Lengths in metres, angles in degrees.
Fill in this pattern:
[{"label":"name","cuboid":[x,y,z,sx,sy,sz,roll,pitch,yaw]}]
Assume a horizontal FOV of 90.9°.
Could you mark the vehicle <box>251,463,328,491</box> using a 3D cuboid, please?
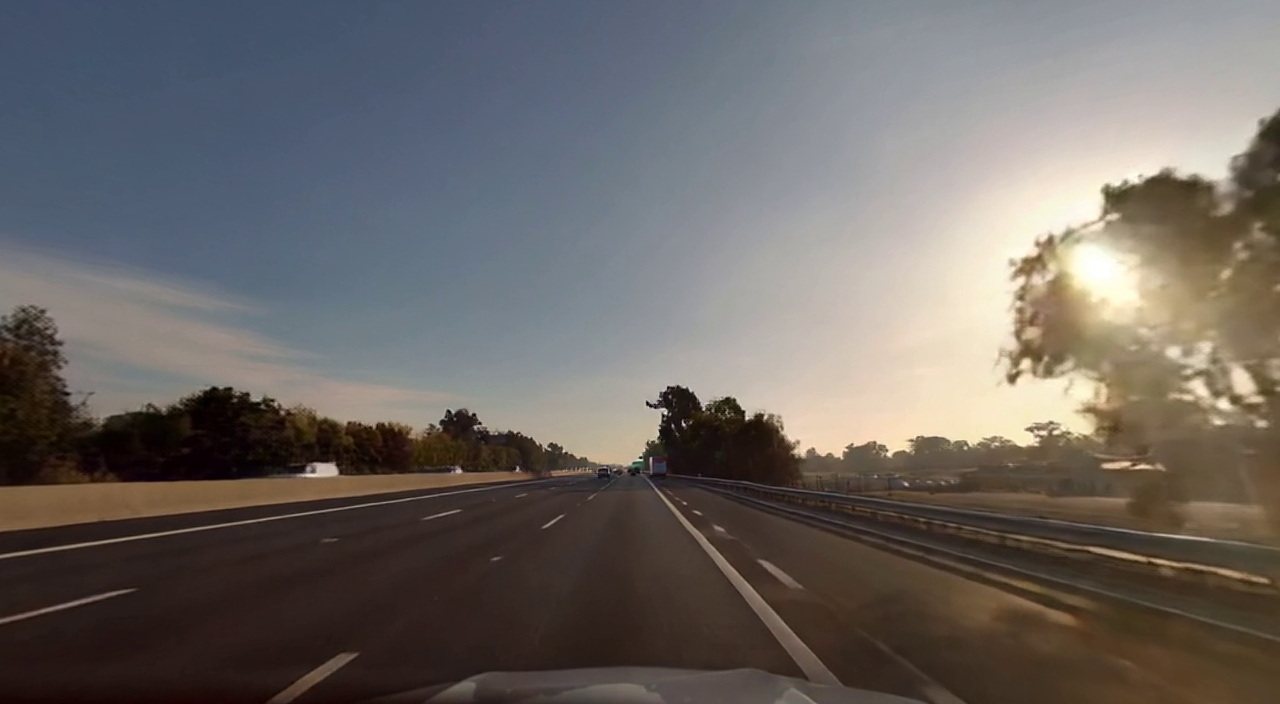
[{"label":"vehicle","cuboid":[-19.189,6.868,34.737,1.855,1.446,4.114,0,-11,0]}]
